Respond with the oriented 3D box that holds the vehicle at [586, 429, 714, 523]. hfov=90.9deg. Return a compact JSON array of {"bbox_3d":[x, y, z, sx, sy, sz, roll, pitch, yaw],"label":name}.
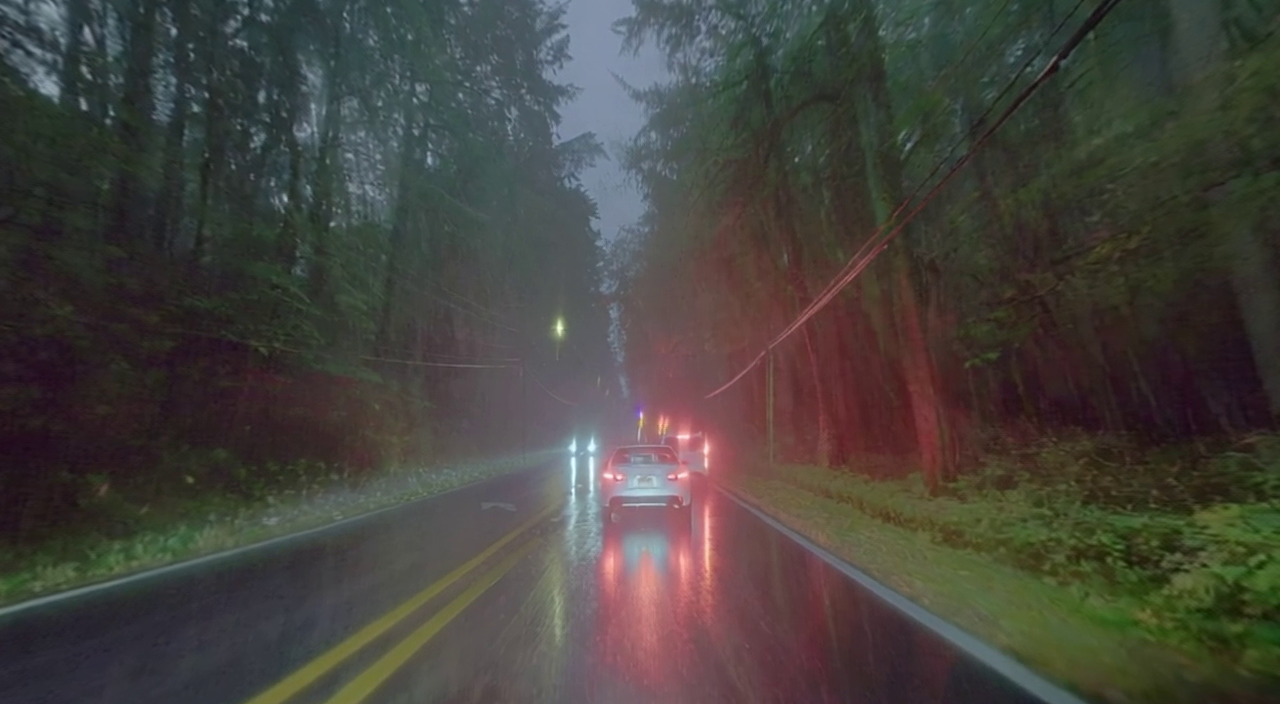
[{"bbox_3d":[0.146,2.294,12.137,2.081,1.503,3.726,0,-8,0],"label":"vehicle"}]
